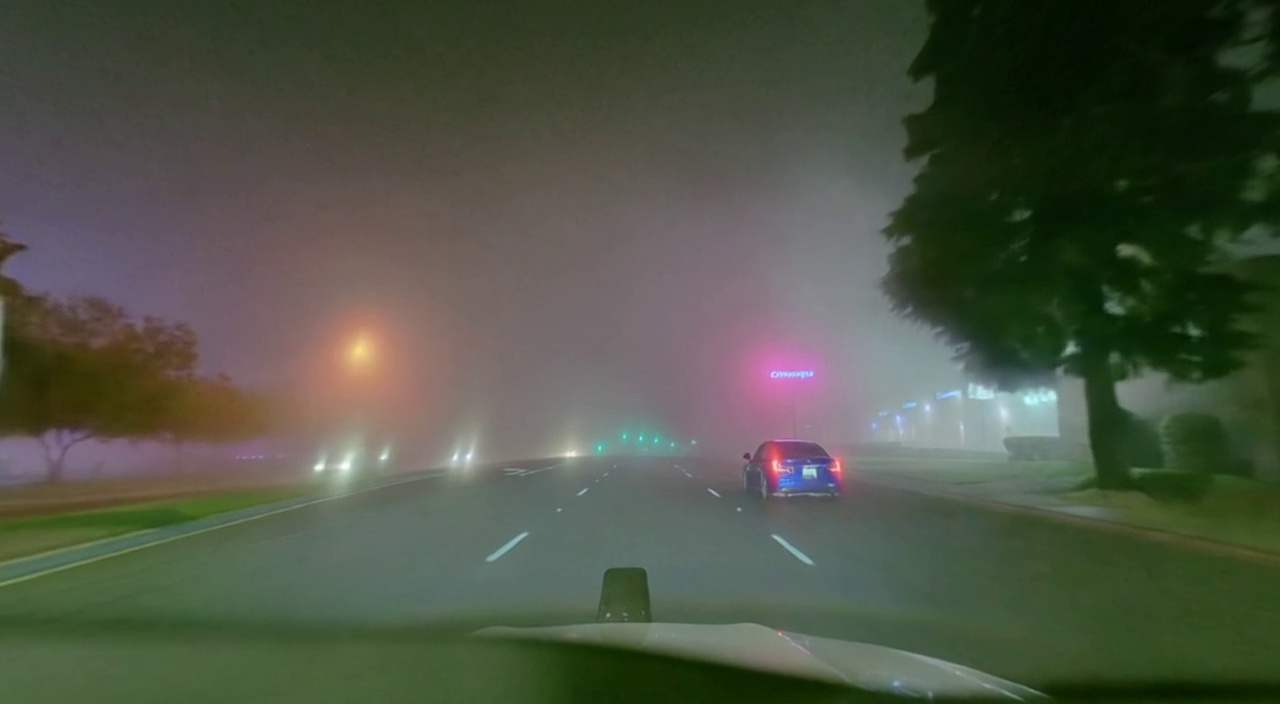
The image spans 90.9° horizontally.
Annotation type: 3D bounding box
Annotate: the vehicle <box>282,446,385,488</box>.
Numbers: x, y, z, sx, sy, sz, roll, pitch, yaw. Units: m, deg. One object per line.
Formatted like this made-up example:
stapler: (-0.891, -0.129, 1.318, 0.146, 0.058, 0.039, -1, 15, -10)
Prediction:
vehicle: (-12.300, 4.610, 25.673, 1.986, 1.514, 4.300, 0, -8, 1)

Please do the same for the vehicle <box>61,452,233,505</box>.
vehicle: (-15.823, 4.052, 20.633, 1.917, 1.454, 4.577, 0, -8, 0)

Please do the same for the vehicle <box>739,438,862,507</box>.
vehicle: (3.855, 2.969, 16.044, 1.977, 1.474, 4.399, 0, -8, 0)
